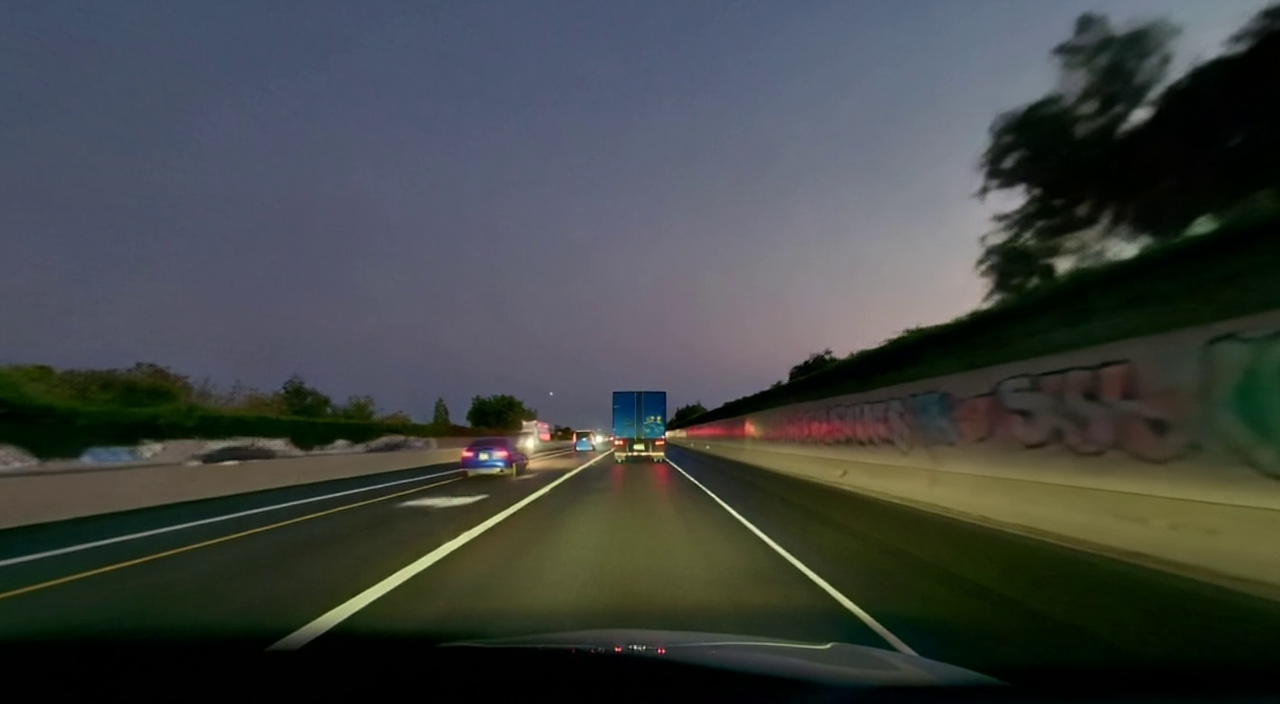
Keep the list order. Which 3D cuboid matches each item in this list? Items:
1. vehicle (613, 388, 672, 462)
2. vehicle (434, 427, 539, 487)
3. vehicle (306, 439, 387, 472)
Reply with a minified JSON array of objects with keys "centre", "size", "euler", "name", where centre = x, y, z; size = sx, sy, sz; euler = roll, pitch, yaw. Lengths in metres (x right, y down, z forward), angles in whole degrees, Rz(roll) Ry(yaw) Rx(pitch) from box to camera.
[{"centre":[0.011,4.238,35.894],"size":[2.927,3.649,9.443],"euler":[0,-8,-1],"name":"vehicle"},{"centre":[-4.351,3.024,18.642],"size":[1.948,1.526,4.525],"euler":[0,-8,0],"name":"vehicle"},{"centre":[-13.668,4.825,29.674],"size":[1.797,1.414,4.296],"euler":[0,-8,-1],"name":"vehicle"}]
